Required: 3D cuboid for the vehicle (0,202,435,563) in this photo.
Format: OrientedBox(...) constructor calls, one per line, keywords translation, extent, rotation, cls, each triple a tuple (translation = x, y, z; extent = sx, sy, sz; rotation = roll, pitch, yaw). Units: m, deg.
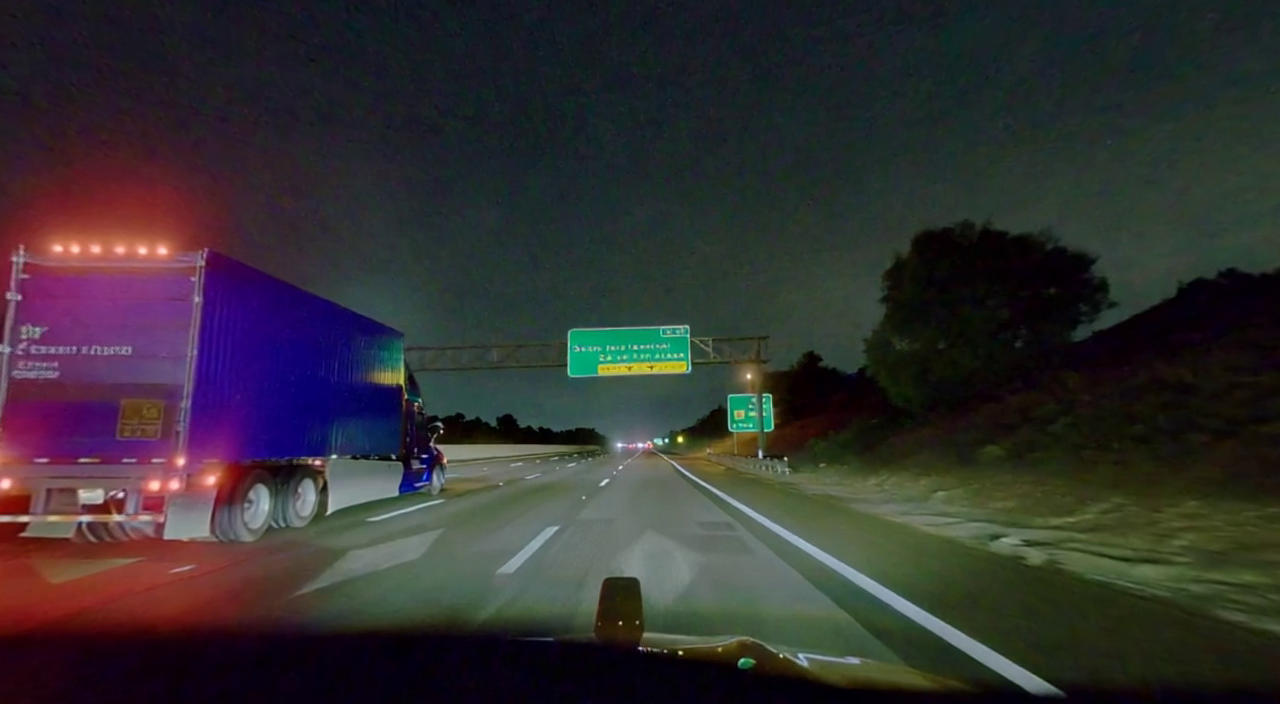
OrientedBox(translation=(-6.773, 0.893, 11.162), extent=(2.996, 3.947, 8.600), rotation=(0, -9, 2), cls="vehicle")
